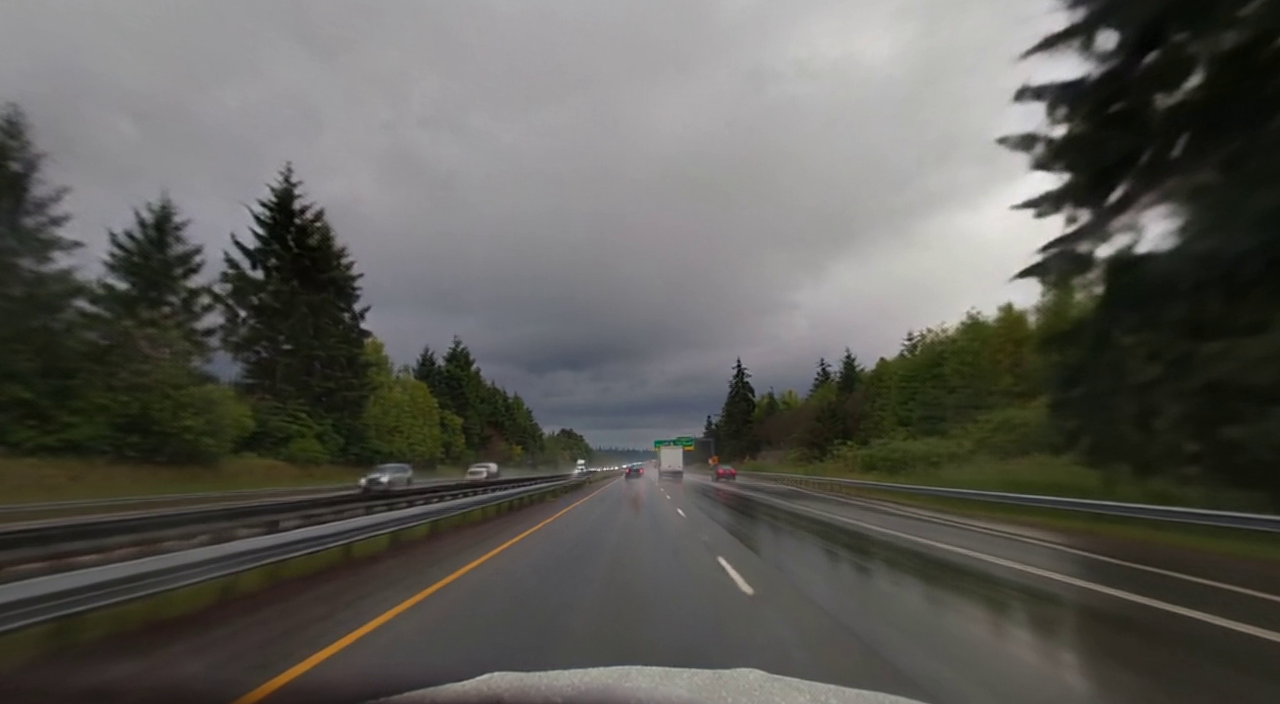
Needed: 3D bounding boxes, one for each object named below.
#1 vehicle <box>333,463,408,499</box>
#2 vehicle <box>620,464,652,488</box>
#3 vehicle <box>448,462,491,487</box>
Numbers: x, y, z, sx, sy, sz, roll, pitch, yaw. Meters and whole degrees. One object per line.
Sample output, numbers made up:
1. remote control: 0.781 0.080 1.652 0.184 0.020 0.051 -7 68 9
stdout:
1. vehicle: -13.719 6.605 32.348 1.934 1.679 4.086 1 -10 0
2. vehicle: -0.276 8.118 41.280 2.025 1.452 3.927 1 -10 -1
3. vehicle: -13.197 9.519 48.994 2.114 1.757 4.350 1 -10 -1
